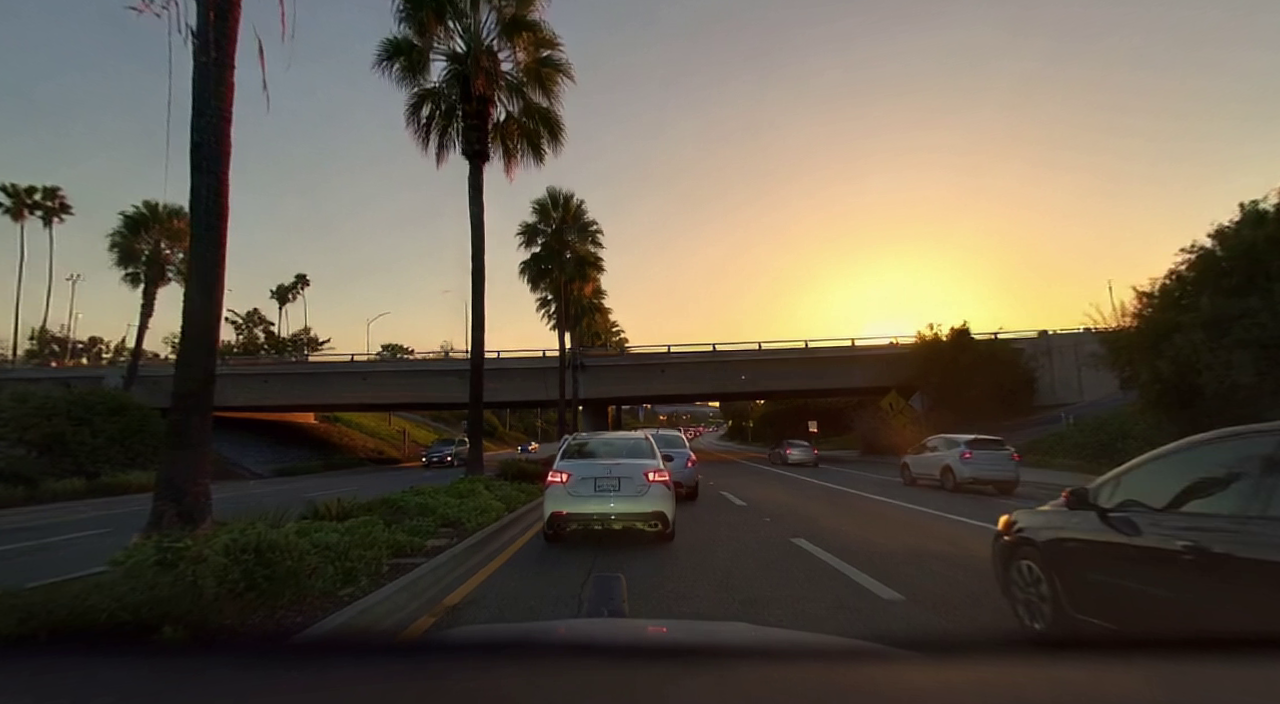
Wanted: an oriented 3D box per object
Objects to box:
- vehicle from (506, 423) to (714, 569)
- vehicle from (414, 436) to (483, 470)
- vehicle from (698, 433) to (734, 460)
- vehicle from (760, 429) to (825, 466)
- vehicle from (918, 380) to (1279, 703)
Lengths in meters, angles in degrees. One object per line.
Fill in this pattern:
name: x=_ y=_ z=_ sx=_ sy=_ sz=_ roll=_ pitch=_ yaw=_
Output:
vehicle: x=-0.258 y=1.805 z=8.632 sx=2.172 sy=1.506 sz=4.018 roll=0 pitch=-8 yaw=2
vehicle: x=-11.894 y=6.302 z=39.507 sx=2.386 sy=1.943 sz=5.700 roll=0 pitch=-8 yaw=1
vehicle: x=5.048 y=6.306 z=42.048 sx=1.947 sy=1.716 sz=4.110 roll=0 pitch=-8 yaw=0
vehicle: x=8.031 y=5.129 z=33.648 sx=2.242 sy=1.817 sz=4.837 roll=0 pitch=-8 yaw=0
vehicle: x=3.386 y=0.966 z=2.943 sx=2.034 sy=1.517 sz=4.840 roll=0 pitch=-8 yaw=1
